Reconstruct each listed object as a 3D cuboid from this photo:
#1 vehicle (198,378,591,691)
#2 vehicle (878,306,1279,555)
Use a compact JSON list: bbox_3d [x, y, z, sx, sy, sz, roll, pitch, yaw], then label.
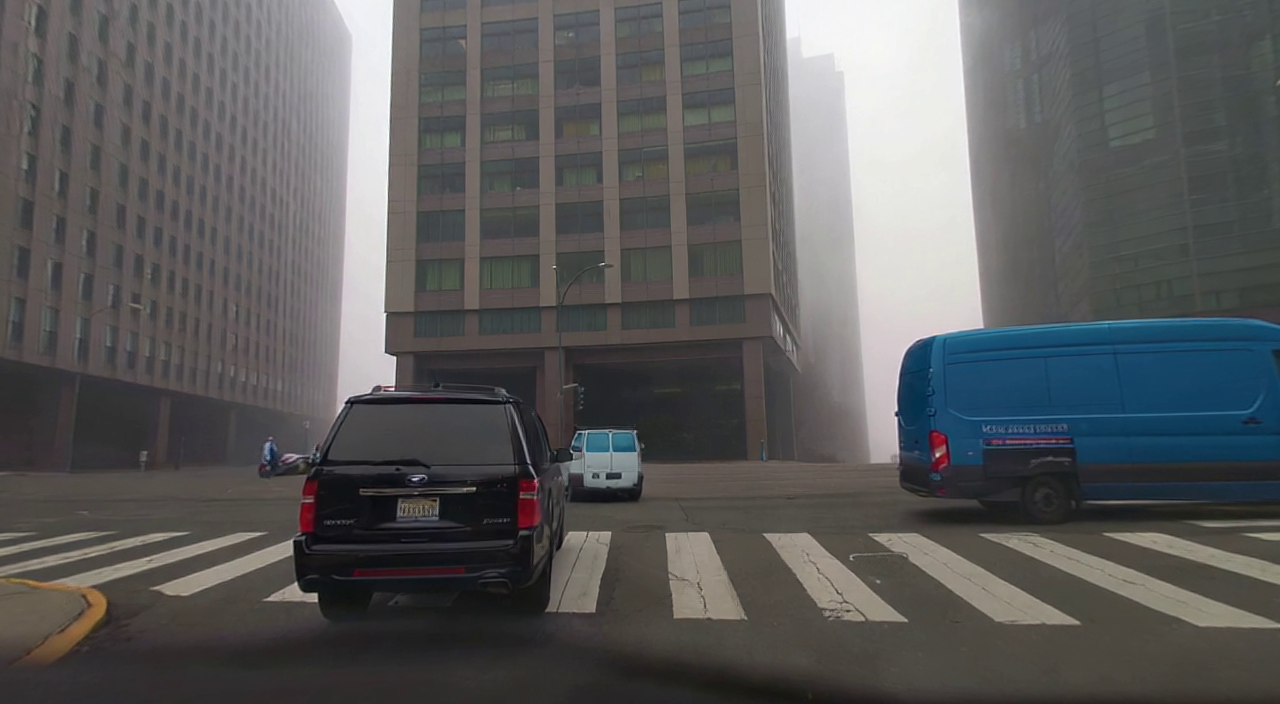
[{"bbox_3d":[-1.646,1.327,5.749,2.144,1.733,4.115,1,-9,-8],"label":"vehicle"},{"bbox_3d":[7.109,1.020,8.235,6.932,2.753,2.446,0,-8,1],"label":"vehicle"}]
